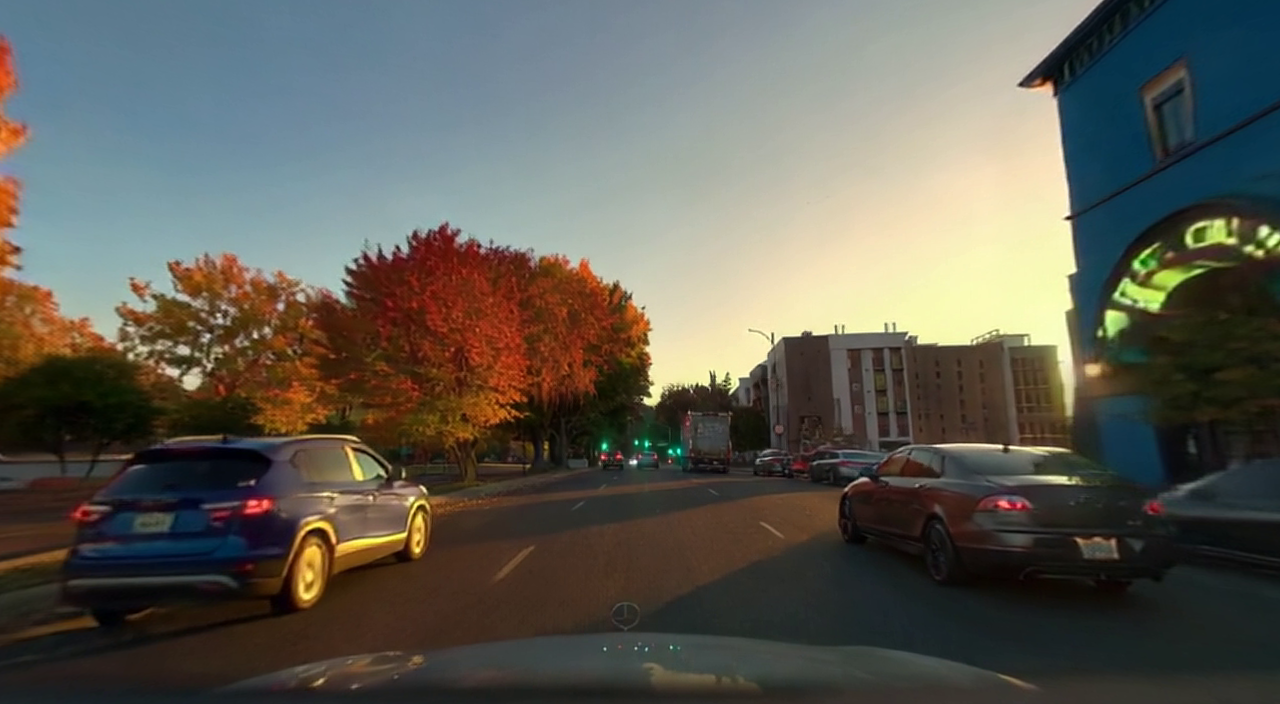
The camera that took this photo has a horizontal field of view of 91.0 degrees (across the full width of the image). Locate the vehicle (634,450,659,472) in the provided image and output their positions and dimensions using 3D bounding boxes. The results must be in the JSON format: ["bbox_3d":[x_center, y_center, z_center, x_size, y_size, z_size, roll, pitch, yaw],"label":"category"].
[{"bbox_3d":[0.505,8.385,48.686,1.846,1.528,4.348,0,-9,0],"label":"vehicle"}]

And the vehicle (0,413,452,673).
[{"bbox_3d":[-3.437,1.486,6.098,1.751,1.540,4.481,0,-9,1],"label":"vehicle"}]

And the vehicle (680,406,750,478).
[{"bbox_3d":[4.207,5.446,38.046,3.003,3.680,10.684,0,-9,0],"label":"vehicle"}]

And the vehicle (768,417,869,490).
[{"bbox_3d":[7.274,4.202,26.396,2.483,2.707,5.496,0,-9,-1],"label":"vehicle"}]

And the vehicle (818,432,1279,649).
[{"bbox_3d":[3.649,1.654,6.824,1.915,1.449,4.970,0,-9,-1],"label":"vehicle"}]
